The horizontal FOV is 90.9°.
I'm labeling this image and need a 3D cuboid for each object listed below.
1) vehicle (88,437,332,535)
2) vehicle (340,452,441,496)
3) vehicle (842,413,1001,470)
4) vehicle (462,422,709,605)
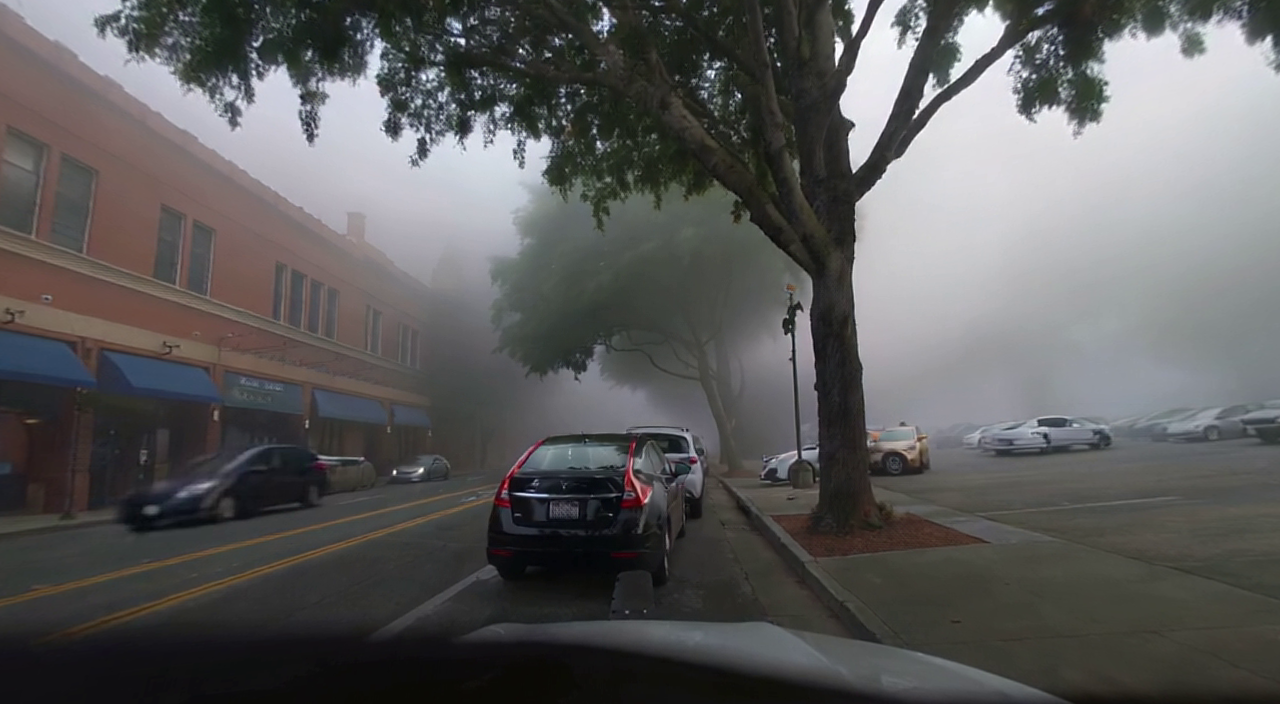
[{"bbox_3d":[-9.206,2.860,14.072,2.054,1.772,4.276,-4,-9,9],"label":"vehicle"},{"bbox_3d":[-10.257,5.031,26.286,1.826,1.432,4.556,-7,-9,8],"label":"vehicle"},{"bbox_3d":[9.025,2.839,20.224,4.558,1.528,1.915,0,-8,-23],"label":"vehicle"},{"bbox_3d":[-0.278,1.632,7.289,1.939,1.478,3.922,-1,-8,9],"label":"vehicle"}]
